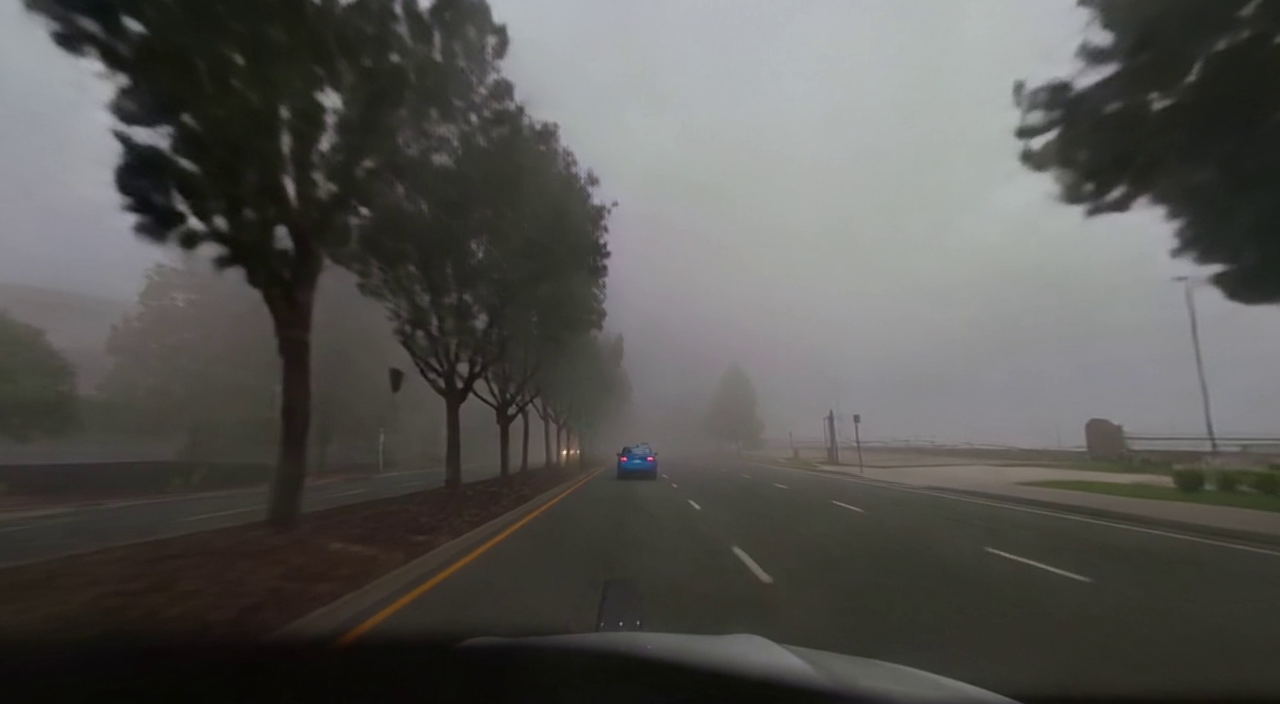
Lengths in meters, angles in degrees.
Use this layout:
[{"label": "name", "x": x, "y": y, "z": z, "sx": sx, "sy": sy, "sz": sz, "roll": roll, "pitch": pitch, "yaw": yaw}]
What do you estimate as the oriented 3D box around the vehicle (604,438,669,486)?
[{"label": "vehicle", "x": -0.127, "y": 3.807, "z": 22.246, "sx": 2.042, "sy": 1.479, "sz": 4.601, "roll": 0, "pitch": -8, "yaw": 0}]
